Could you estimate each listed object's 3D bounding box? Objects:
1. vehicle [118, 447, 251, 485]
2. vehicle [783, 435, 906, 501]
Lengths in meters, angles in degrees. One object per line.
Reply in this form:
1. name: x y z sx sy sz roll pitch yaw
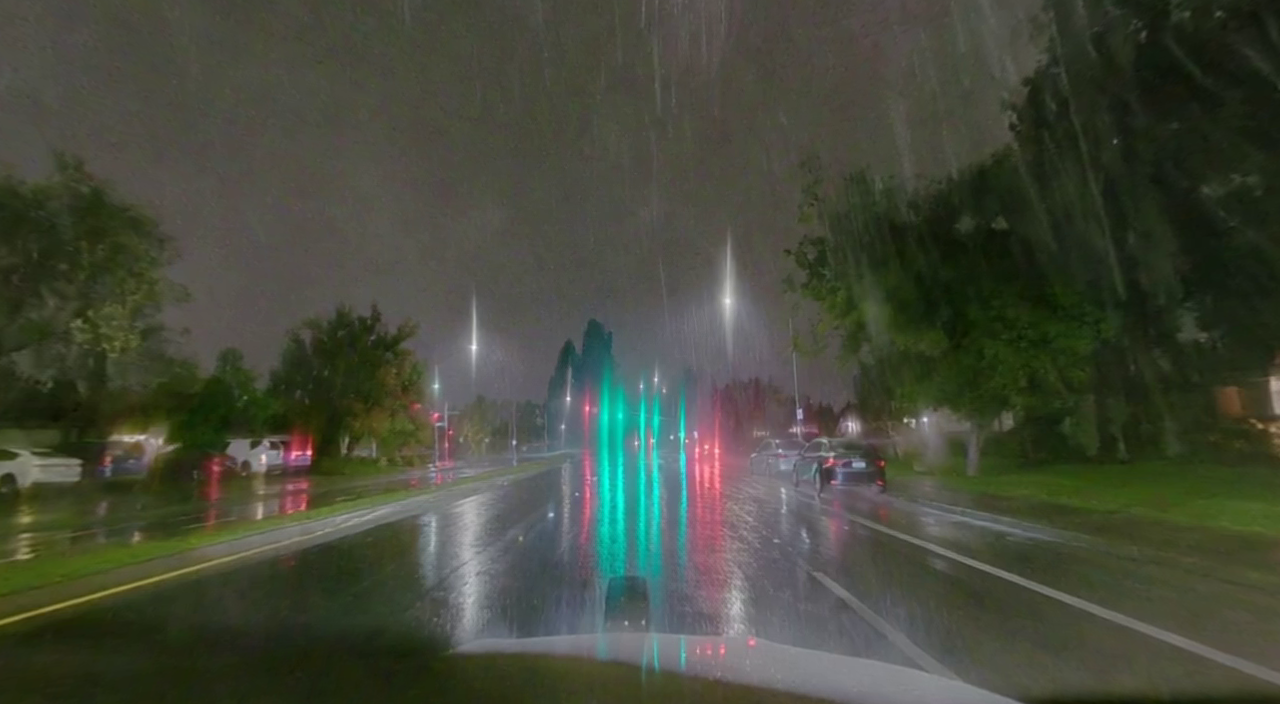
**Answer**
1. vehicle: -19.239 4.809 26.756 4.145 1.555 1.901 0 -8 1
2. vehicle: 5.173 2.976 16.599 1.895 1.487 4.176 0 -8 1
